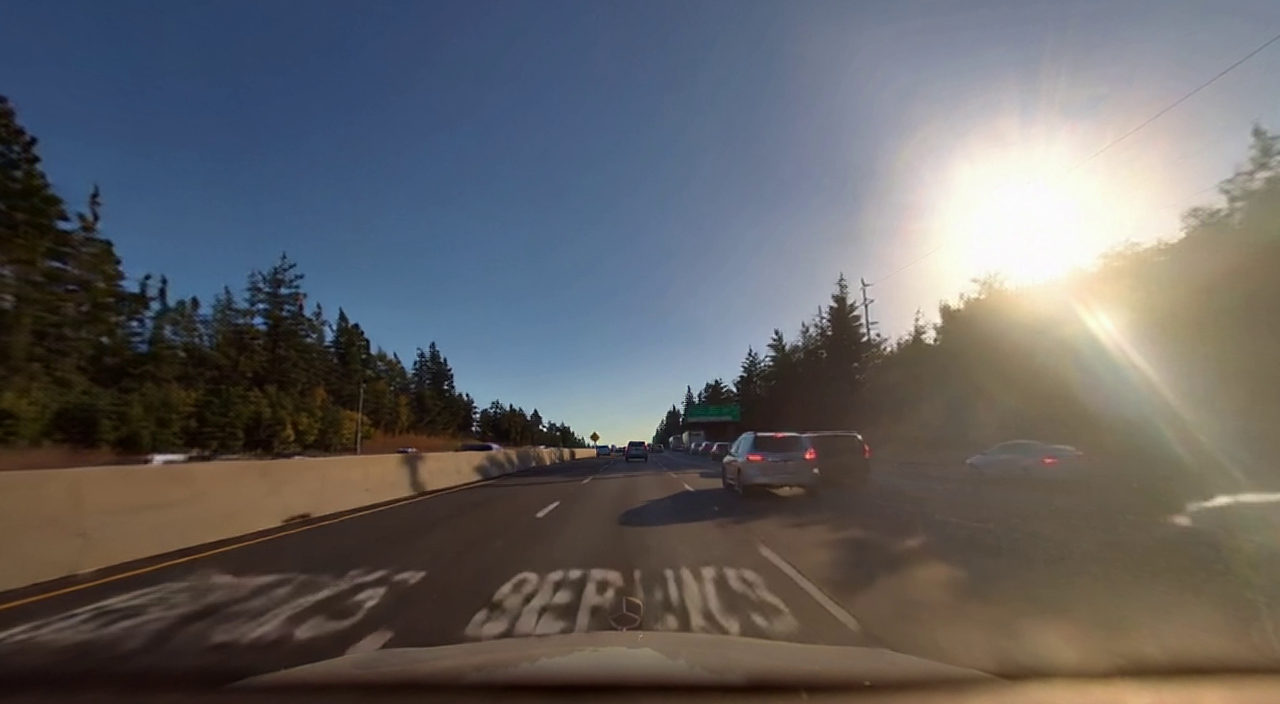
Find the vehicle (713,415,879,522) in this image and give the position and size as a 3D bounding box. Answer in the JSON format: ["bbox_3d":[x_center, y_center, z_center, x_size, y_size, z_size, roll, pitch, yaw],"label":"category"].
[{"bbox_3d":[2.995,2.381,13.402,2.152,1.821,4.853,0,-8,-2],"label":"vehicle"}]

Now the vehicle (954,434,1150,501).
[{"bbox_3d":[10.331,2.920,16.347,1.890,1.474,4.662,0,-9,0],"label":"vehicle"}]

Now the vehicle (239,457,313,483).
[{"bbox_3d":[-23.134,7.478,40.204,1.900,1.477,4.797,0,-8,-1],"label":"vehicle"}]

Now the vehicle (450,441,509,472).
[{"bbox_3d":[-8.917,5.839,35.422,2.047,1.650,4.600,0,-8,0],"label":"vehicle"}]

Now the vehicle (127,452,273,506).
[{"bbox_3d":[-15.390,4.436,22.407,1.995,1.664,4.401,0,-8,0],"label":"vehicle"}]

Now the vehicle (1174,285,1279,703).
[{"bbox_3d":[3.451,0.406,0.313,2.095,1.886,4.727,0,-8,-1],"label":"vehicle"}]

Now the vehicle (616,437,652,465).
[{"bbox_3d":[-0.424,6.793,43.230,2.314,1.796,4.254,0,-8,-1],"label":"vehicle"}]
